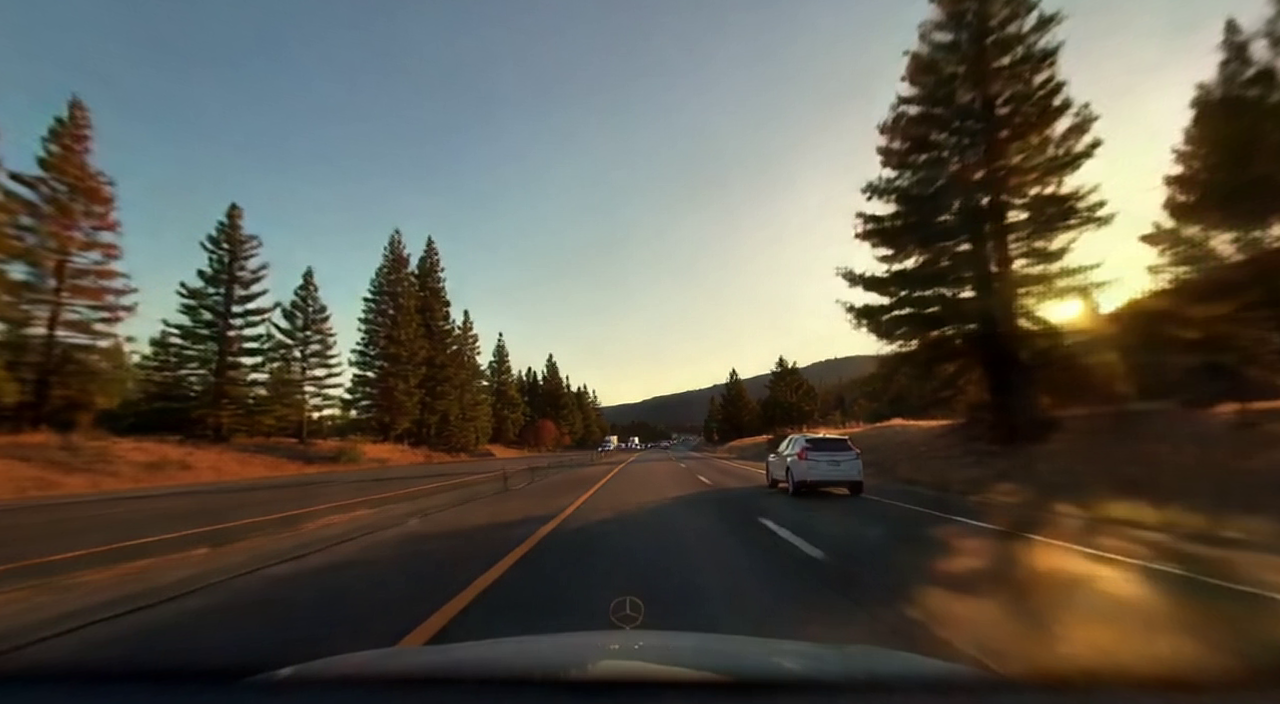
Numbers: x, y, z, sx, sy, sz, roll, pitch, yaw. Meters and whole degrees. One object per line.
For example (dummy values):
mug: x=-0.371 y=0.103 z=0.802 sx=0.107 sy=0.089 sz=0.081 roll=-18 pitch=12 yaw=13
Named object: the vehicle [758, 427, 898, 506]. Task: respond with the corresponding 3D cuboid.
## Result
vehicle: x=4.569 y=2.853 z=16.260 sx=2.098 sy=1.703 sz=4.862 roll=0 pitch=-8 yaw=0
